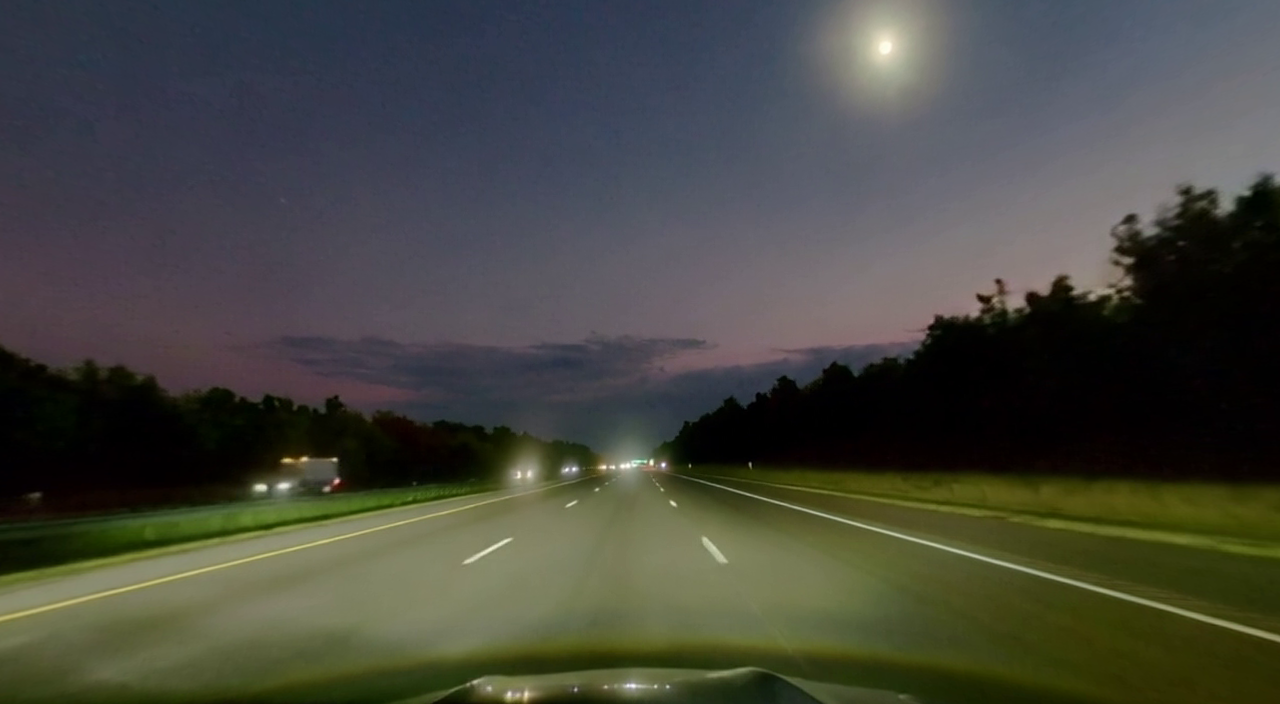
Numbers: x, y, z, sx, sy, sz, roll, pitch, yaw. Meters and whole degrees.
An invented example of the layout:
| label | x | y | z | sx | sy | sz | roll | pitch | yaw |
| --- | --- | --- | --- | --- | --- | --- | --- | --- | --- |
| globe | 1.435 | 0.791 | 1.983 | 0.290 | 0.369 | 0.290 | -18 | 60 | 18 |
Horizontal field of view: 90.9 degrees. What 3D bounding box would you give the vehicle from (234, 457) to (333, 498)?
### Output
| label | x | y | z | sx | sy | sz | roll | pitch | yaw |
| --- | --- | --- | --- | --- | --- | --- | --- | --- | --- |
| vehicle | -18.047 | 6.385 | 32.234 | 2.067 | 1.886 | 4.920 | 1 | -10 | 1 |
